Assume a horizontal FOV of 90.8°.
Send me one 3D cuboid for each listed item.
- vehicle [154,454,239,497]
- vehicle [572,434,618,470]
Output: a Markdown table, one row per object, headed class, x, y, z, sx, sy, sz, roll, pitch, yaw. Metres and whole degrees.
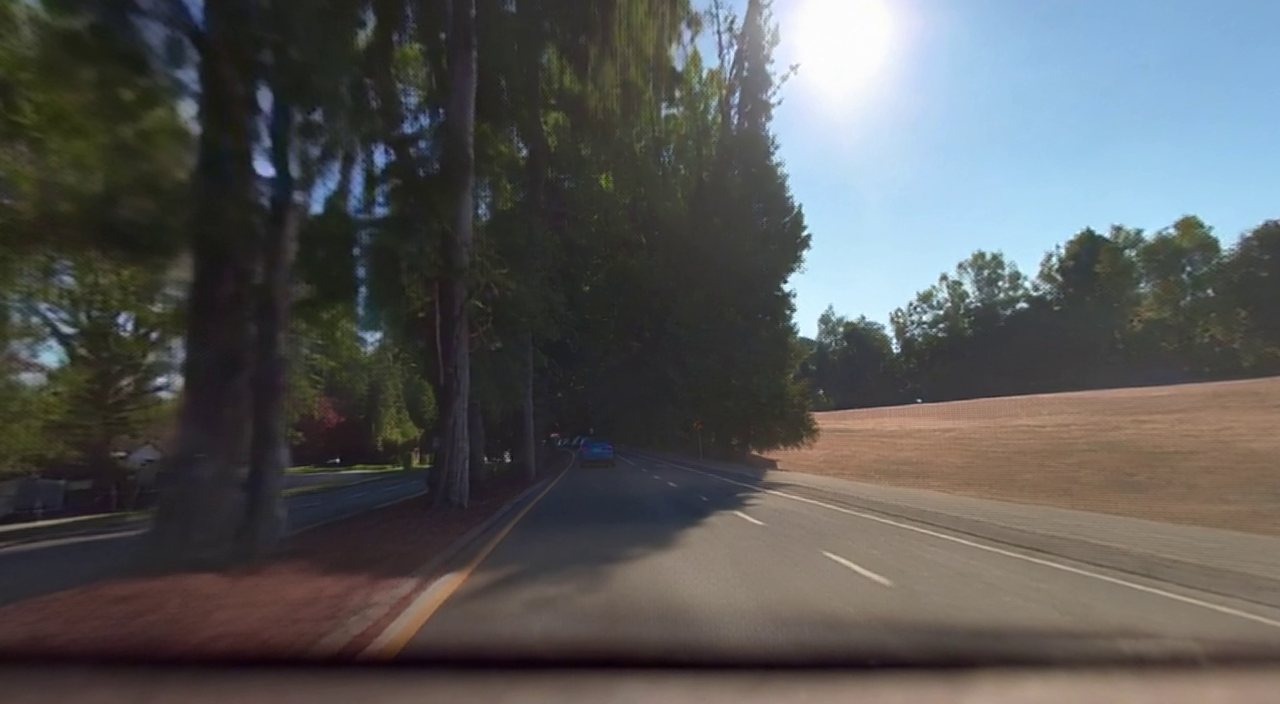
| class | x | y | z | sx | sy | sz | roll | pitch | yaw |
| --- | --- | --- | --- | --- | --- | --- | --- | --- | --- |
| vehicle | -24.405 | 6.755 | 35.036 | 2.076 | 2.085 | 5.241 | 1 | -8 | -15 |
| vehicle | -2.394 | 5.135 | 32.699 | 2.216 | 1.708 | 4.110 | 0 | -8 | -6 |
